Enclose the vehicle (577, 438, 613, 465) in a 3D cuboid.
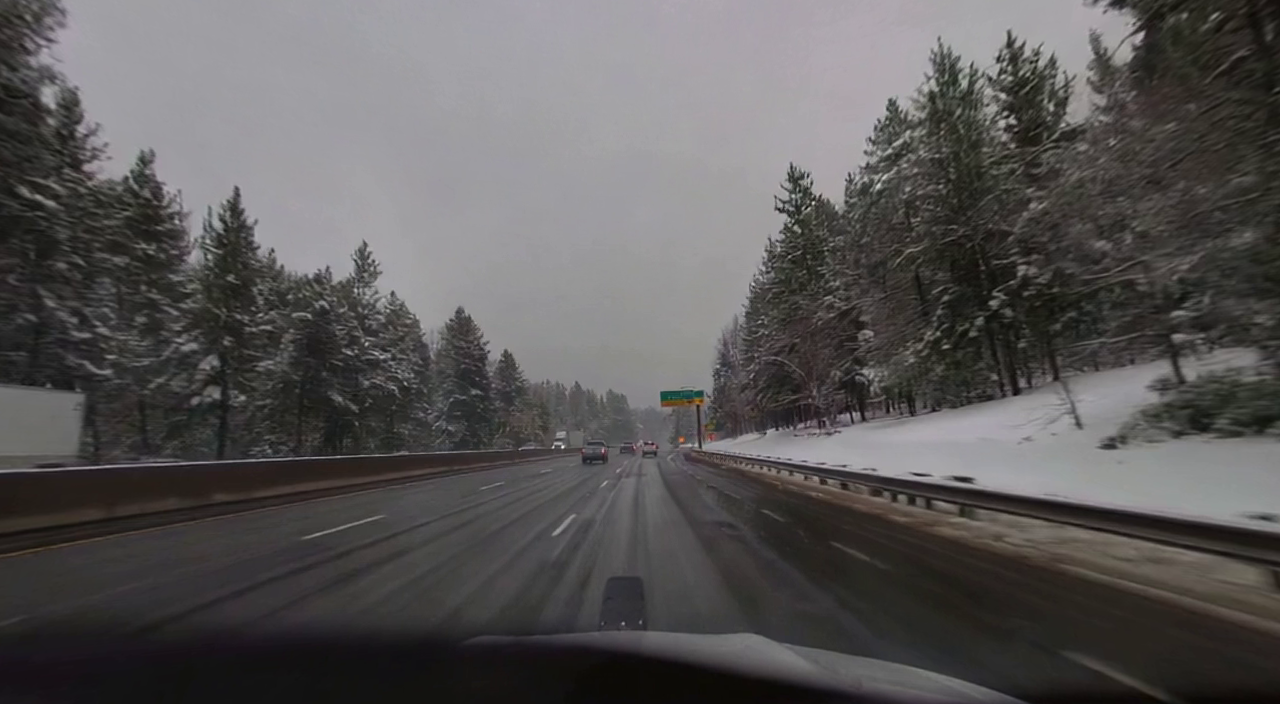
[{"bbox_3d":[-3.079,6.954,44.102,2.129,1.742,4.217,0,-8,1],"label":"vehicle"}]
